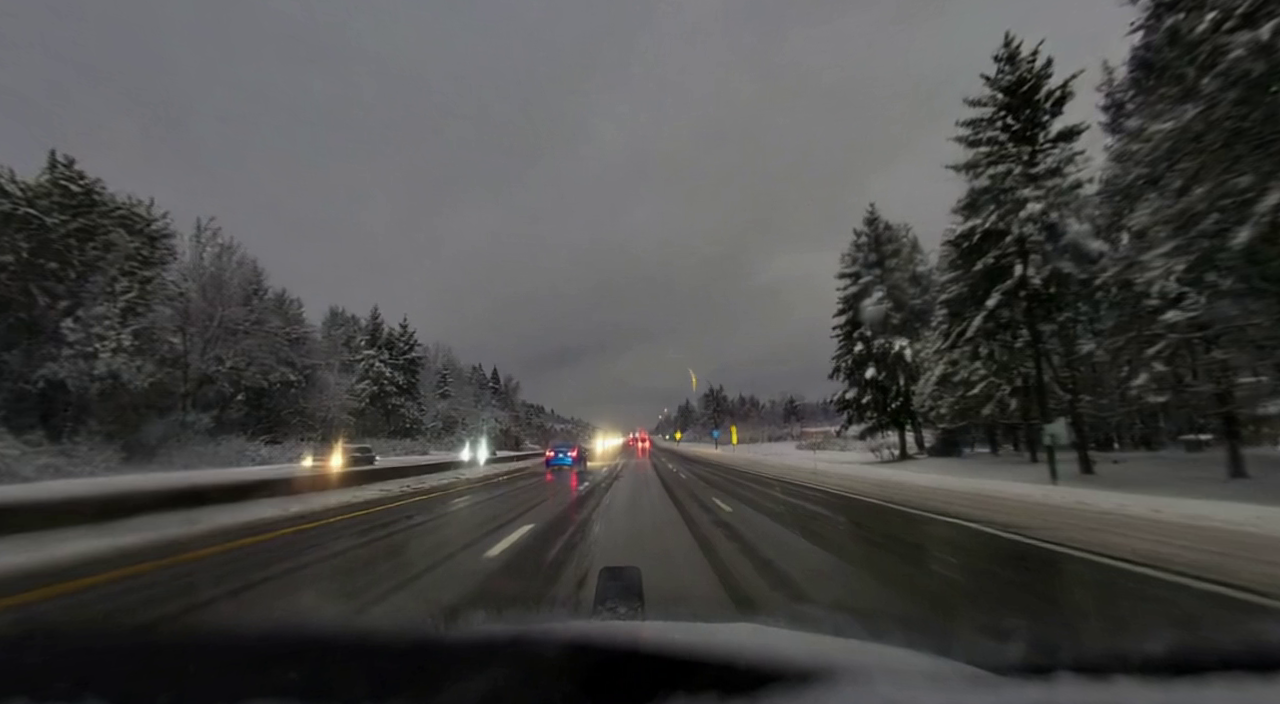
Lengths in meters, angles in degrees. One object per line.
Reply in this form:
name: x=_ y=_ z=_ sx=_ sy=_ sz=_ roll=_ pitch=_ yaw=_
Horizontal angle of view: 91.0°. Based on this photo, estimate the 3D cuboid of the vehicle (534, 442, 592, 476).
vehicle: x=-3.638 y=5.169 z=30.603 sx=2.162 sy=1.493 sz=4.583 roll=0 pitch=-9 yaw=1

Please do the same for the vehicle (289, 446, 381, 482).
vehicle: x=-14.424 y=5.302 z=30.140 sx=1.921 sy=1.555 sz=4.876 roll=0 pitch=-9 yaw=1
